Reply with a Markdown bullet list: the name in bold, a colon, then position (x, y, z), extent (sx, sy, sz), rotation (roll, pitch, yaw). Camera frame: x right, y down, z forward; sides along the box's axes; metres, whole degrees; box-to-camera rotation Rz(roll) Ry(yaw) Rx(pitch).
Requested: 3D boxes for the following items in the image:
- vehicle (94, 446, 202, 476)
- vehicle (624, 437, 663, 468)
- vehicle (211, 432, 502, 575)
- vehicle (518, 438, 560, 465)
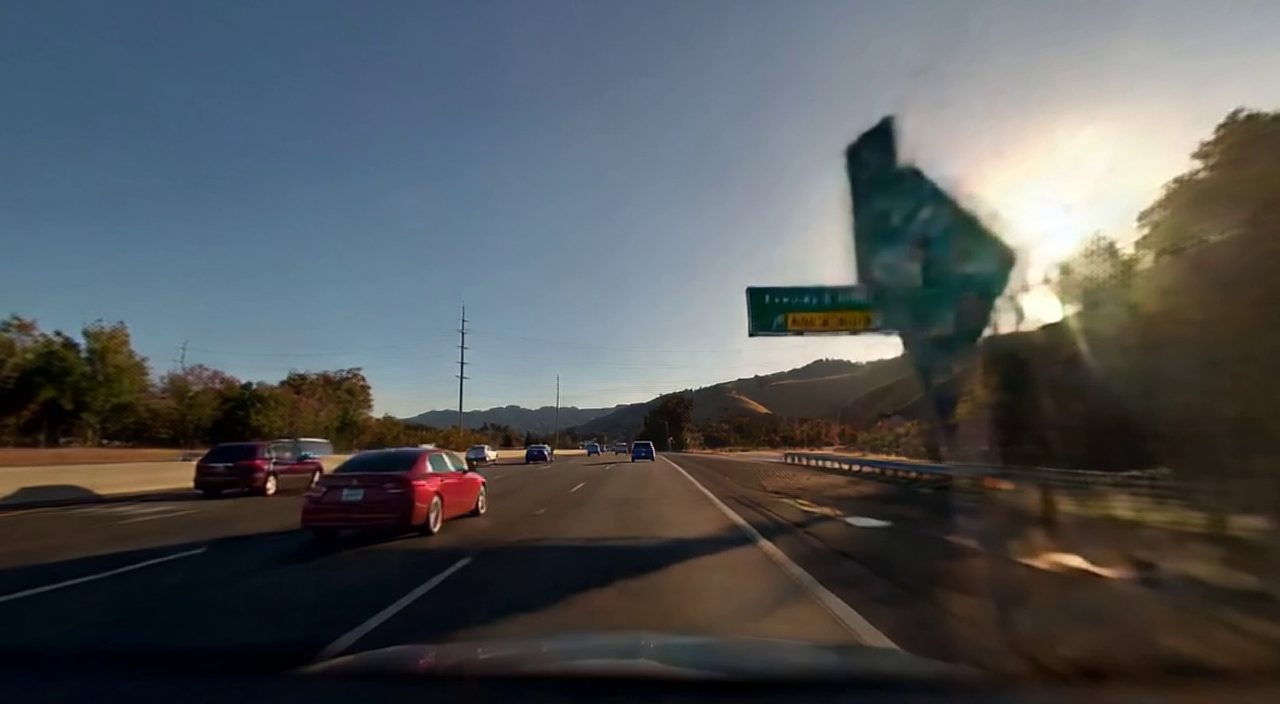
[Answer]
- **vehicle**: position (-28.293, 6.268, 36.516), extent (2.182, 1.596, 5.004), rotation (0, -8, 0)
- **vehicle**: position (0.178, 6.006, 37.796), extent (2.194, 1.737, 4.127), rotation (0, -8, -1)
- **vehicle**: position (-3.588, 1.989, 9.253), extent (1.967, 1.517, 4.808), rotation (0, -8, 1)
- **vehicle**: position (-7.120, 7.063, 44.914), extent (2.091, 1.775, 4.601), rotation (0, -8, 1)
